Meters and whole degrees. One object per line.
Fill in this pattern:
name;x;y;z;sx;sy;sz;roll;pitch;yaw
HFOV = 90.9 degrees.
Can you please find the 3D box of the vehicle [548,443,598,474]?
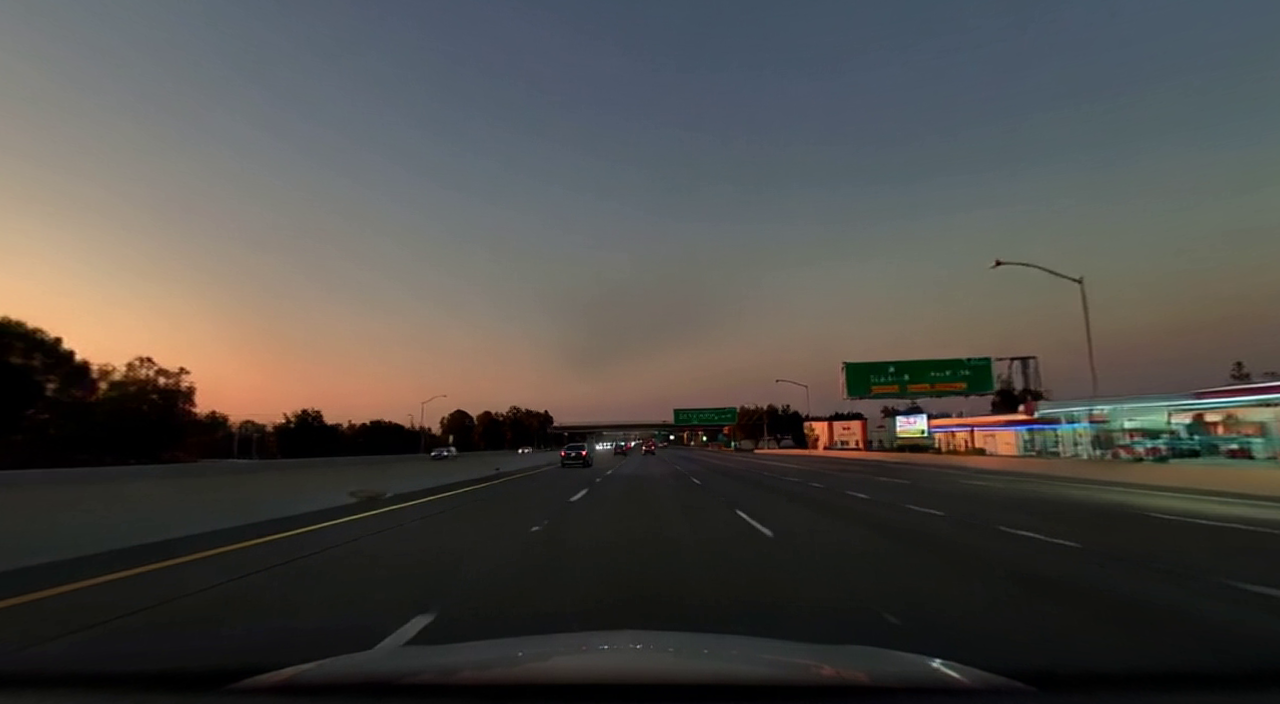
vehicle;-3.386;5.498;32.752;2.114;1.510;4.186;-1;-9;1
